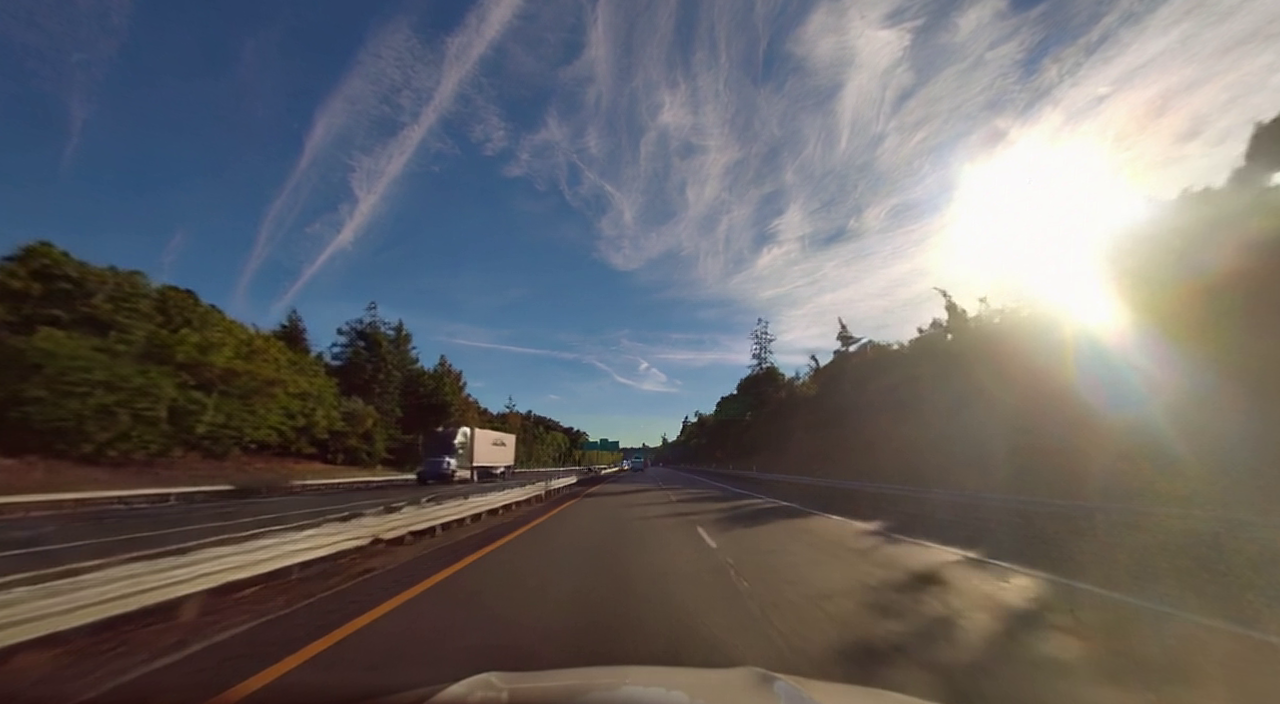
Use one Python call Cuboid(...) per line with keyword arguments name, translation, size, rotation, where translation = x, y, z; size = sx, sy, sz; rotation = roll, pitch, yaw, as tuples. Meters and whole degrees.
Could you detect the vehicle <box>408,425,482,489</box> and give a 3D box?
Cuboid(name="vehicle", translation=(-13.126, 7.188, 43.096), size=(2.963, 3.991, 5.854), rotation=(1, -10, 1))
